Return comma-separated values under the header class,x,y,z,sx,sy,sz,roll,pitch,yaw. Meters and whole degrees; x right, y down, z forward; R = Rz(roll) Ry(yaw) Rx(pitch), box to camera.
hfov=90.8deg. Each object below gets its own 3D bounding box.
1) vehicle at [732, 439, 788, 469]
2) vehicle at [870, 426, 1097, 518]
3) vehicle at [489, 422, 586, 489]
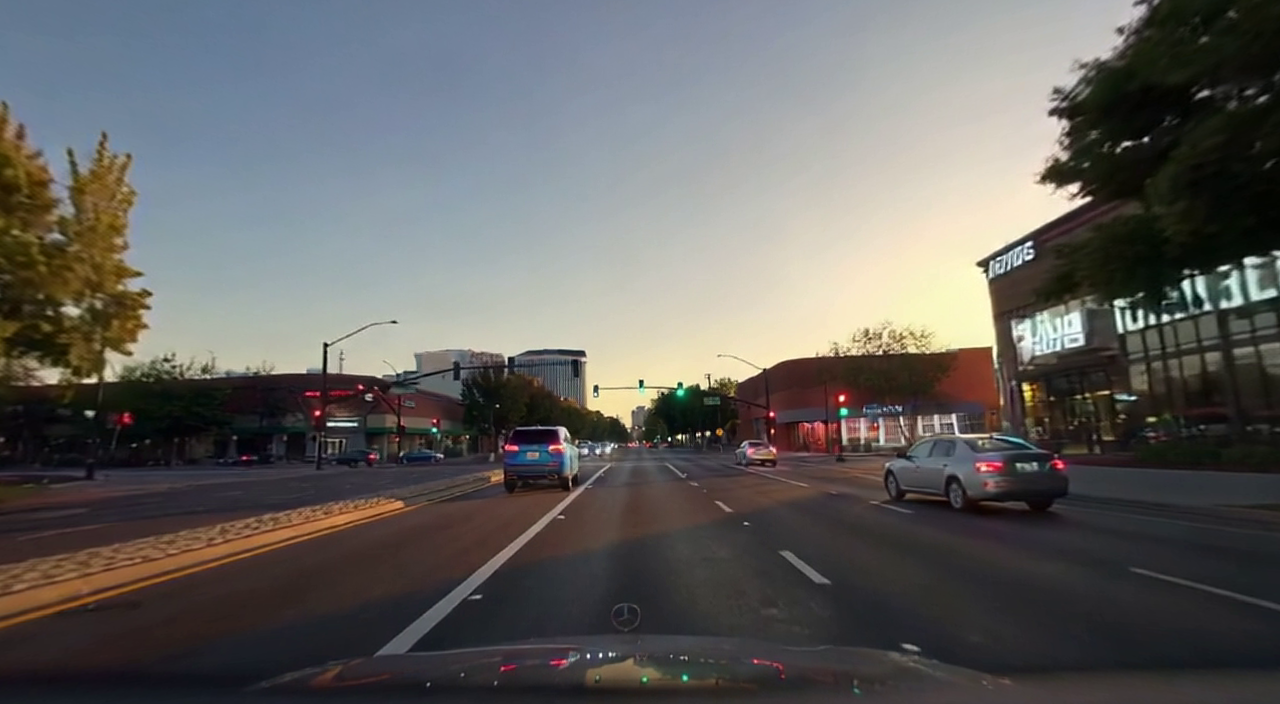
class,x,y,z,sx,sy,sz,roll,pitch,yaw
vehicle,6.294,5.399,33.696,1.972,1.476,4.775,0,-8,-2
vehicle,6.774,2.417,13.276,2.014,1.539,4.852,0,-8,0
vehicle,-3.144,3.328,20.588,2.313,1.883,5.016,0,-8,0
